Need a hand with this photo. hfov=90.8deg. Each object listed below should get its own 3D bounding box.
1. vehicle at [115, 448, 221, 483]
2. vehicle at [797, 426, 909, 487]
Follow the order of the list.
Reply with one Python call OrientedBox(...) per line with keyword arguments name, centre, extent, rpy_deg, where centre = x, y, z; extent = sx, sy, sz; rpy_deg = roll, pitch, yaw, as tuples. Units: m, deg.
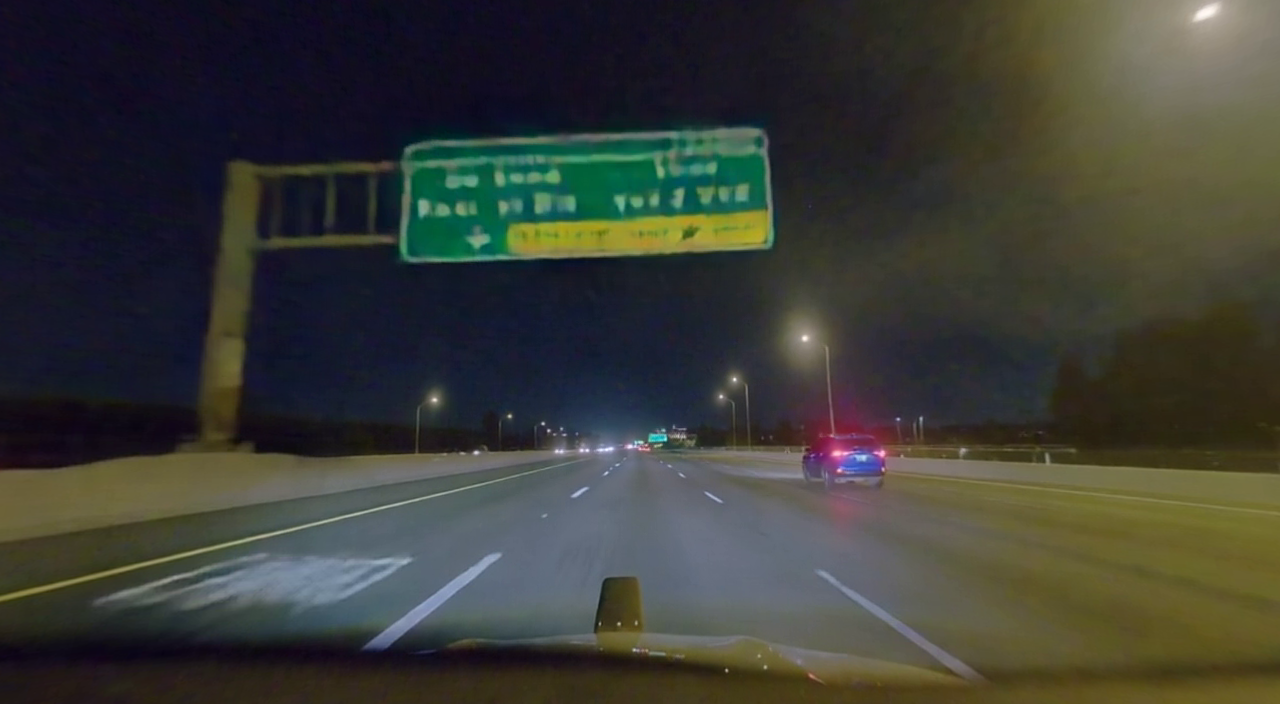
OrientedBox(name="vehicle", centre=(-25.568, 6.118, 34.455), extent=(2.073, 1.736, 4.741), rpy_deg=(0, -8, 0))
OrientedBox(name="vehicle", centre=(7.334, 3.662, 22.340), extent=(2.222, 1.899, 4.595), rpy_deg=(0, -8, -1))
